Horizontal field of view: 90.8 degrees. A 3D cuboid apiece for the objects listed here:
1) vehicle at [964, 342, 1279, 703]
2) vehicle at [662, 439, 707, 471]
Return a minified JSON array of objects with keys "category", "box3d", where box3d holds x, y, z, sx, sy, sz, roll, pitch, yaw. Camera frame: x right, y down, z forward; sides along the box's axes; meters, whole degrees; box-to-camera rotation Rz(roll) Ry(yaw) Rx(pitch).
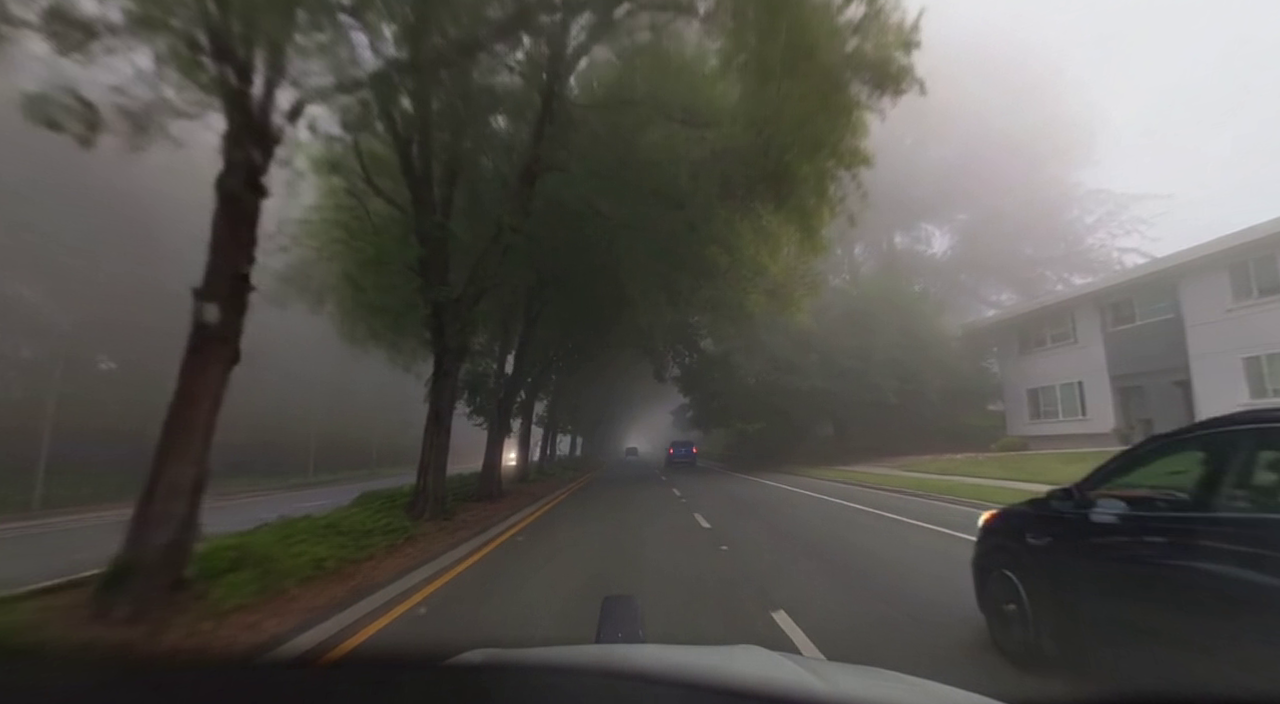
[{"category":"vehicle","box3d":[3.245,0.738,1.934,2.066,1.603,4.475,0,-9,-1]},{"category":"vehicle","box3d":[2.436,5.833,35.924,2.164,1.725,4.285,0,-9,-1]}]
